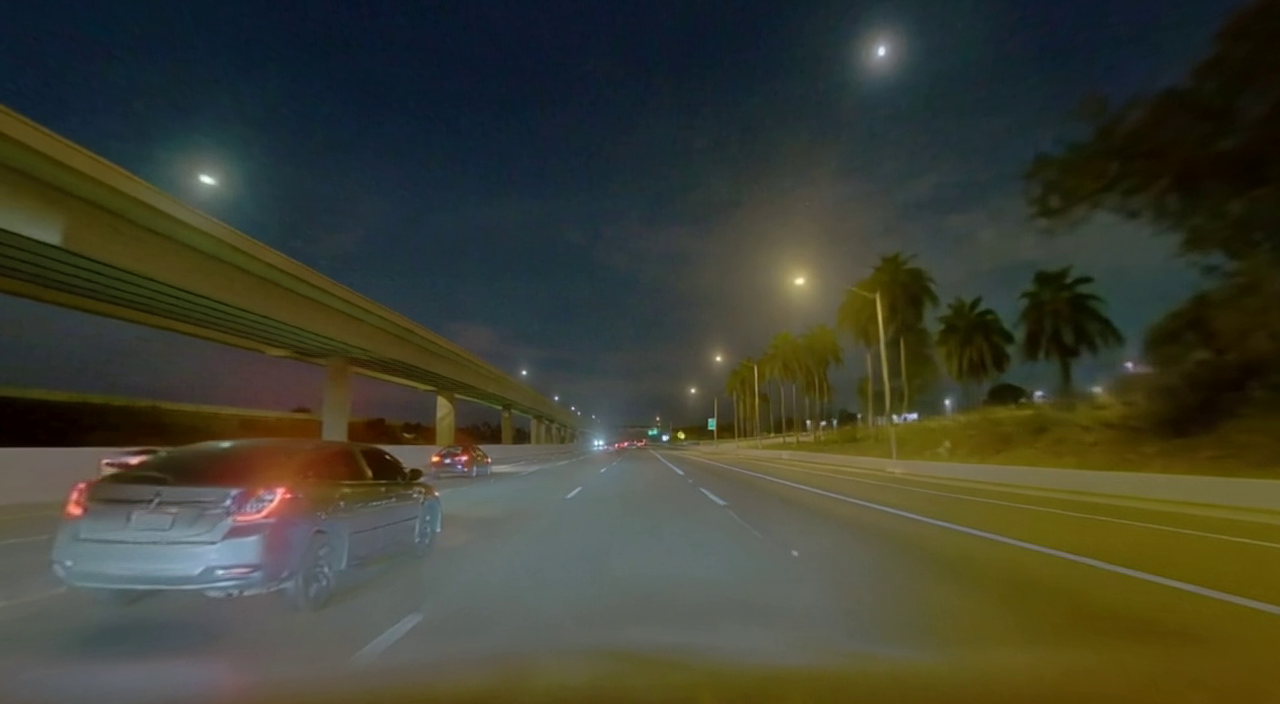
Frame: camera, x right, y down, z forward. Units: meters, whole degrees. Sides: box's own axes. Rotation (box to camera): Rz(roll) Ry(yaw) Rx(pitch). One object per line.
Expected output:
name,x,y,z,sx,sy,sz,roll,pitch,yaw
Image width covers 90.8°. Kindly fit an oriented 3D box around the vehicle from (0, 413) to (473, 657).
vehicle,-3.302,1.490,6.336,1.978,1.499,4.695,0,-9,0
